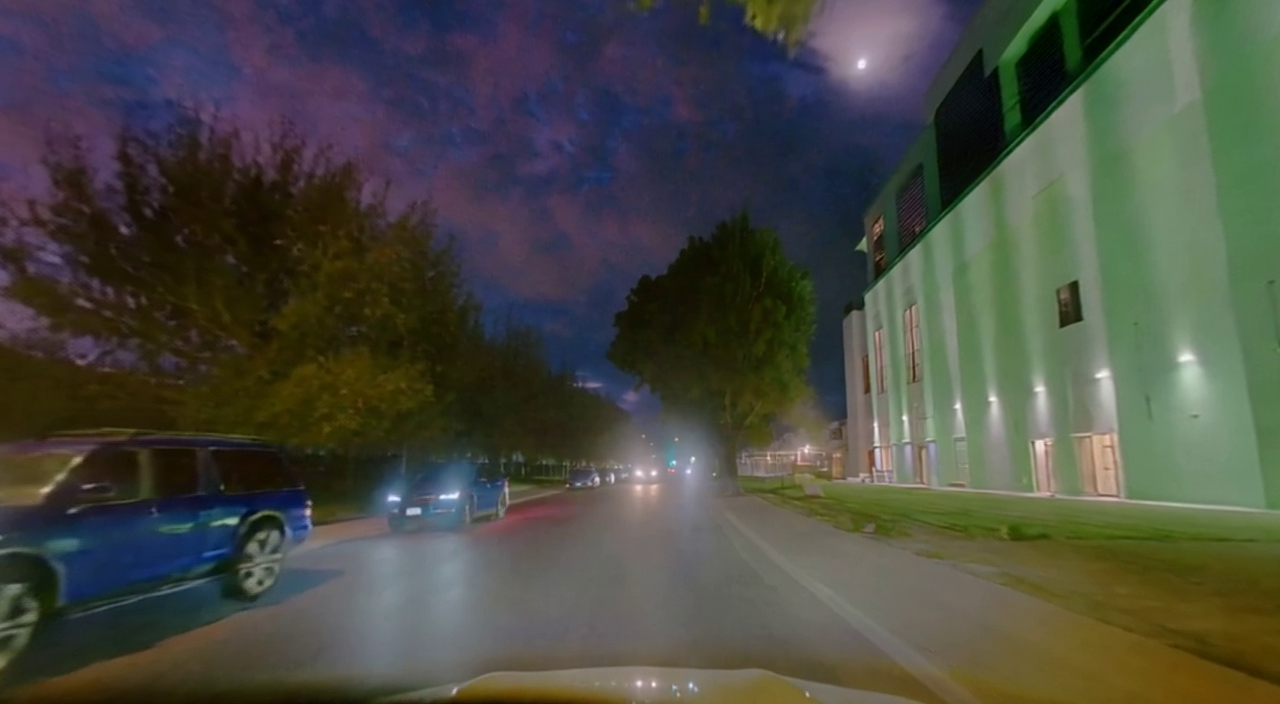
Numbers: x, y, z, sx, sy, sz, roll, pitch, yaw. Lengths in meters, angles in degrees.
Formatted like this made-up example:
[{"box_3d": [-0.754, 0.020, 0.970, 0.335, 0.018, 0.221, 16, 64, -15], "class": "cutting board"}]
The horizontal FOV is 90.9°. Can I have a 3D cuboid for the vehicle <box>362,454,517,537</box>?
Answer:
[{"box_3d": [-4.247, 3.103, 14.126, 1.903, 1.542, 4.115, -1, -10, 3], "class": "vehicle"}]

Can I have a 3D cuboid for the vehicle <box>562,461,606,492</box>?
[{"box_3d": [-3.068, 6.914, 35.316, 2.011, 1.596, 3.760, -1, -10, 1], "class": "vehicle"}]

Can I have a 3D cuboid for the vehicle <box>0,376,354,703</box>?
[{"box_3d": [-4.469, 1.314, 5.061, 2.022, 1.776, 4.625, -1, -10, 2], "class": "vehicle"}]
